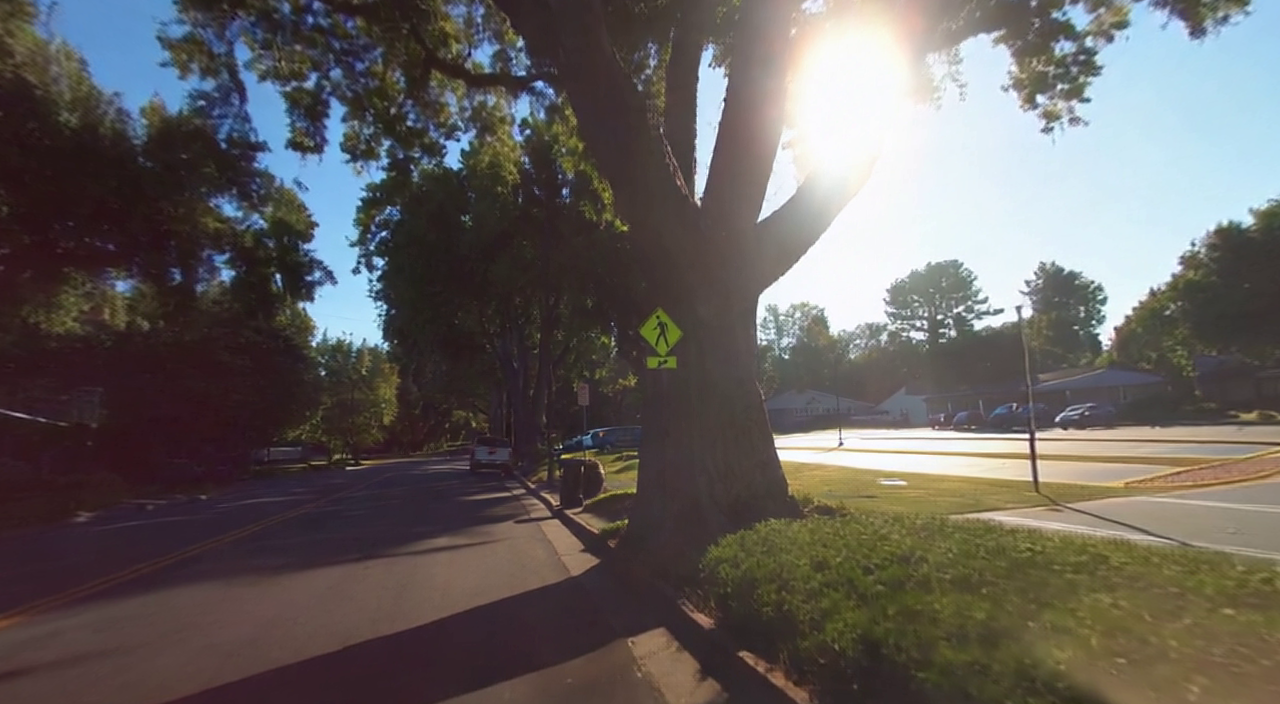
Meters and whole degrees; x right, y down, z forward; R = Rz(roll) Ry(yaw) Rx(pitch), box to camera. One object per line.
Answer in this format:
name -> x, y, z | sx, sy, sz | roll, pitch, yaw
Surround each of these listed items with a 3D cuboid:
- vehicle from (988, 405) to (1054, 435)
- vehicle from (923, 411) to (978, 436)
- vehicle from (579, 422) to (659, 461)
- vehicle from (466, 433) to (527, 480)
vehicle -> 23.413, 4.206, 38.780 | 4.481, 1.634, 1.973 | 7, -11, -39
vehicle -> 22.084, 5.105, 44.835 | 4.245, 1.601, 1.912 | 7, -12, -41
vehicle -> -1.147, 5.110, 36.447 | 1.954, 1.696, 4.390 | -8, -5, 42
vehicle -> -5.965, 4.270, 26.056 | 2.204, 1.776, 4.262 | 2, -9, -14
